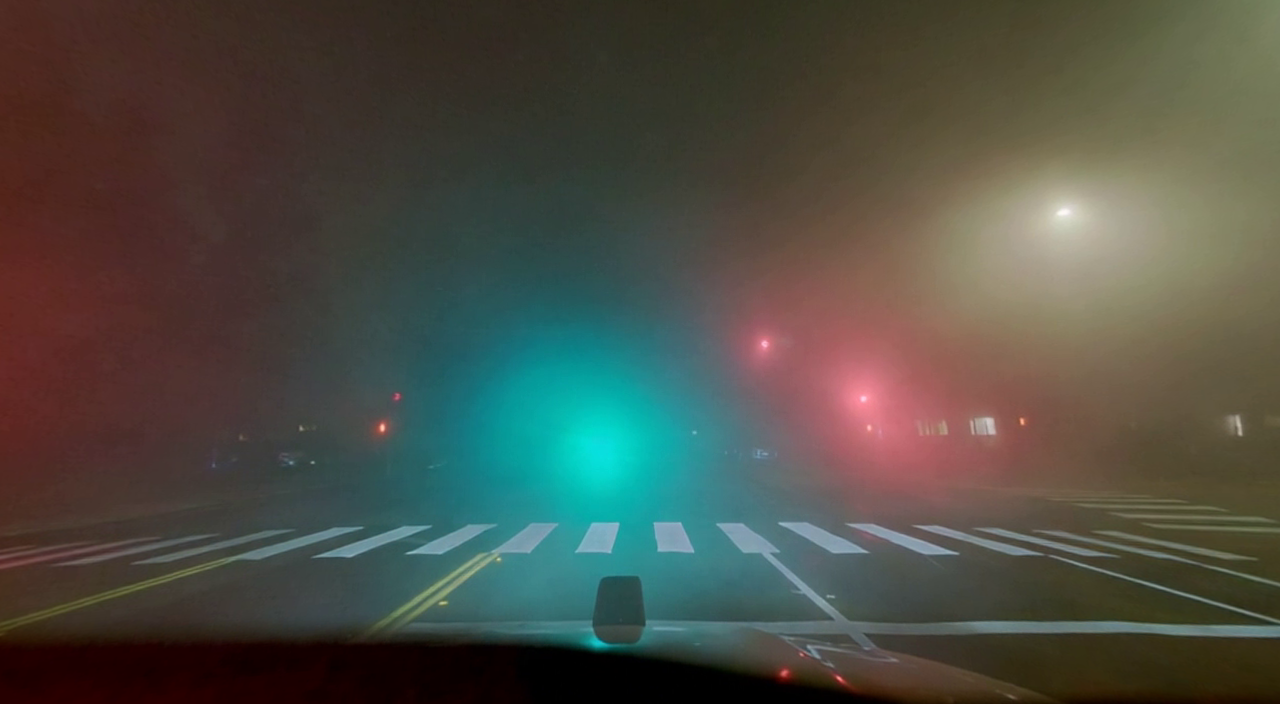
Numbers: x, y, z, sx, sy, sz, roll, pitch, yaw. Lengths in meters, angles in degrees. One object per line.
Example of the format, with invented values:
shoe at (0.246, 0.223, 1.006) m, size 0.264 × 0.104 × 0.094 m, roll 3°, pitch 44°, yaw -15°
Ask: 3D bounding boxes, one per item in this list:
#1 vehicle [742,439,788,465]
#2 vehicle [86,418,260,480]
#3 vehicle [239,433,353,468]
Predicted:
vehicle at (8.002, 6.477, 40.864) m, size 2.029 × 1.554 × 4.705 m, roll 0°, pitch -9°, yaw 1°
vehicle at (-17.920, 3.759, 24.482) m, size 4.800 × 2.259 × 2.303 m, roll 0°, pitch -9°, yaw -1°
vehicle at (-17.952, 5.154, 33.141) m, size 4.743 × 1.734 × 1.994 m, roll 0°, pitch -9°, yaw 0°
